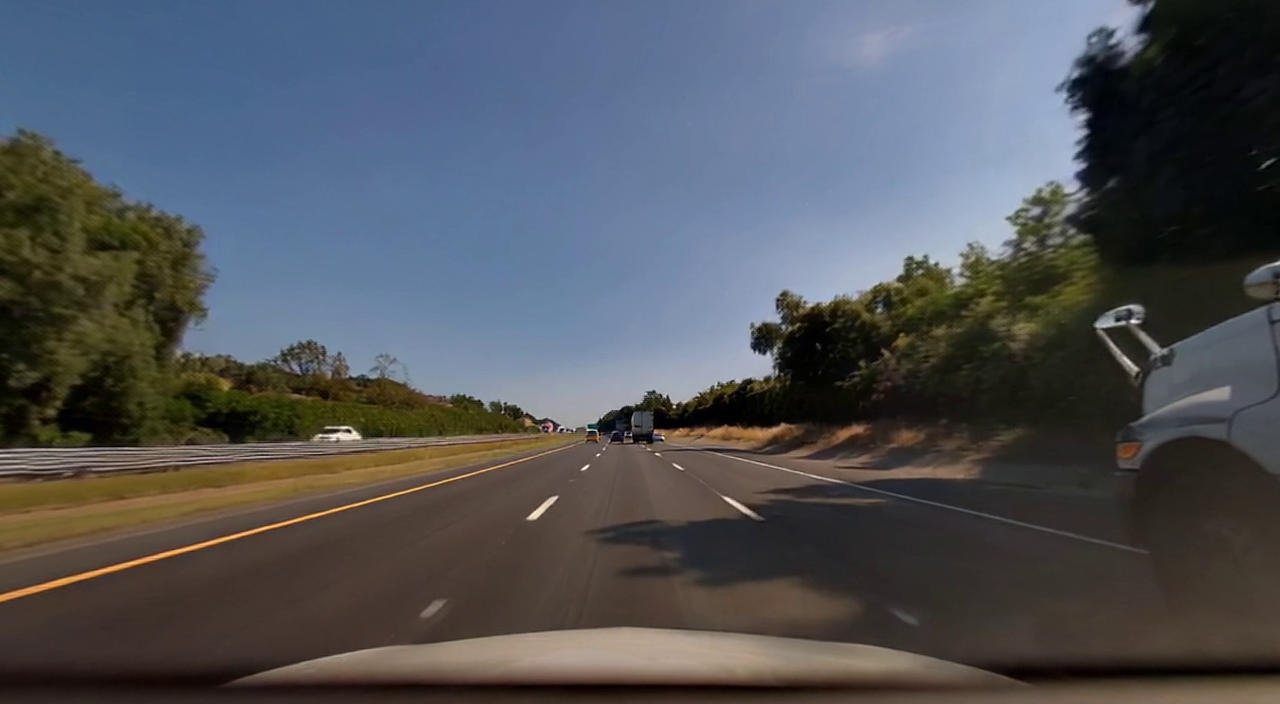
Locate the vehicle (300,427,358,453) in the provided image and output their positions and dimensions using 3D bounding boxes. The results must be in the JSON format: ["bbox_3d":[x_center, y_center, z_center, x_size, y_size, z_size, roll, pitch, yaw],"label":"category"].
[{"bbox_3d":[-20.046,5.686,40.817,1.893,1.548,4.202,1,-8,-4],"label":"vehicle"}]
